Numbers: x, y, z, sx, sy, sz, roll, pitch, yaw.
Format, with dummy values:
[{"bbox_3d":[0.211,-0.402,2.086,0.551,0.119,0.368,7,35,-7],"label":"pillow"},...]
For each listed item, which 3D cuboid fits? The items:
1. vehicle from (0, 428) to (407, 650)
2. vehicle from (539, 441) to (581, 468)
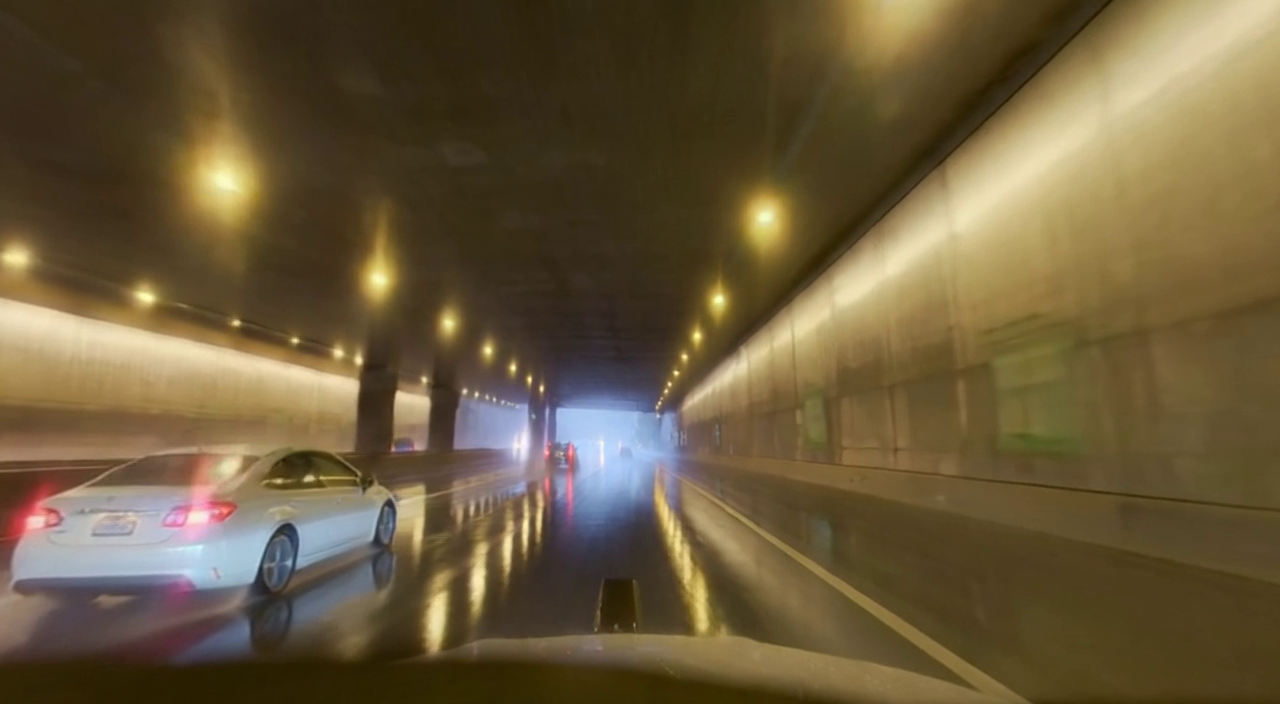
[{"bbox_3d":[-4.068,1.530,6.281,1.885,1.424,4.230,-1,-8,0],"label":"vehicle"},{"bbox_3d":[-4.533,5.884,36.344,1.973,1.474,4.199,0,-8,-2],"label":"vehicle"}]
